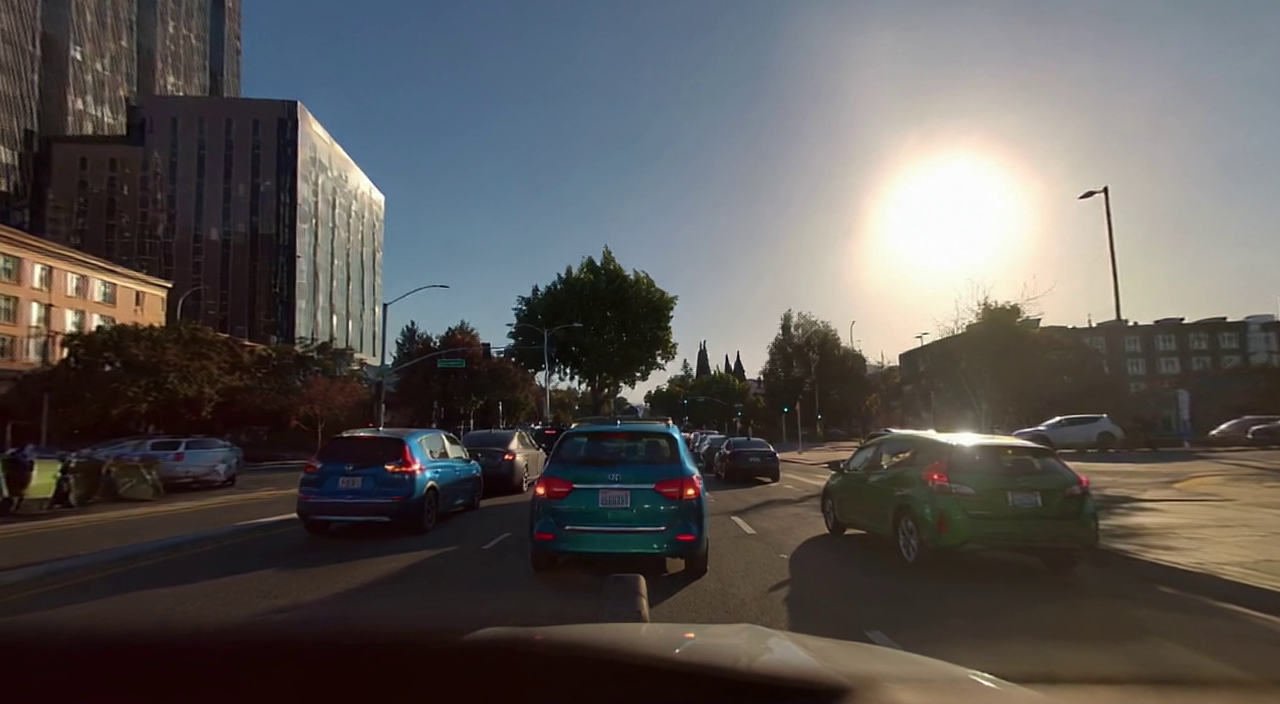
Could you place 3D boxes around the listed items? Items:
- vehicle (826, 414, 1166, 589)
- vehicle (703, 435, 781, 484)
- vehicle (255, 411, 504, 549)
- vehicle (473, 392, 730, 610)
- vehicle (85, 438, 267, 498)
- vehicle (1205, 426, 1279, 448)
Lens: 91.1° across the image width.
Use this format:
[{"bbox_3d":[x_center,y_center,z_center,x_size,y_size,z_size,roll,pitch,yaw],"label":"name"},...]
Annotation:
[{"bbox_3d":[3.775,1.629,7.629,1.847,1.554,3.885,0,-8,0],"label":"vehicle"},{"bbox_3d":[3.319,3.563,21.158,1.948,1.475,4.093,0,-8,0],"label":"vehicle"},{"bbox_3d":[-3.740,1.917,10.073,2.012,1.701,4.316,0,-8,2],"label":"vehicle"},{"bbox_3d":[-0.238,1.471,7.069,2.022,1.700,4.084,0,-8,2],"label":"vehicle"},{"bbox_3d":[-15.240,3.803,21.149,1.972,1.759,5.347,0,-8,1],"label":"vehicle"},{"bbox_3d":[44.645,6.230,45.820,4.624,1.515,1.754,-4,-9,24],"label":"vehicle"}]
